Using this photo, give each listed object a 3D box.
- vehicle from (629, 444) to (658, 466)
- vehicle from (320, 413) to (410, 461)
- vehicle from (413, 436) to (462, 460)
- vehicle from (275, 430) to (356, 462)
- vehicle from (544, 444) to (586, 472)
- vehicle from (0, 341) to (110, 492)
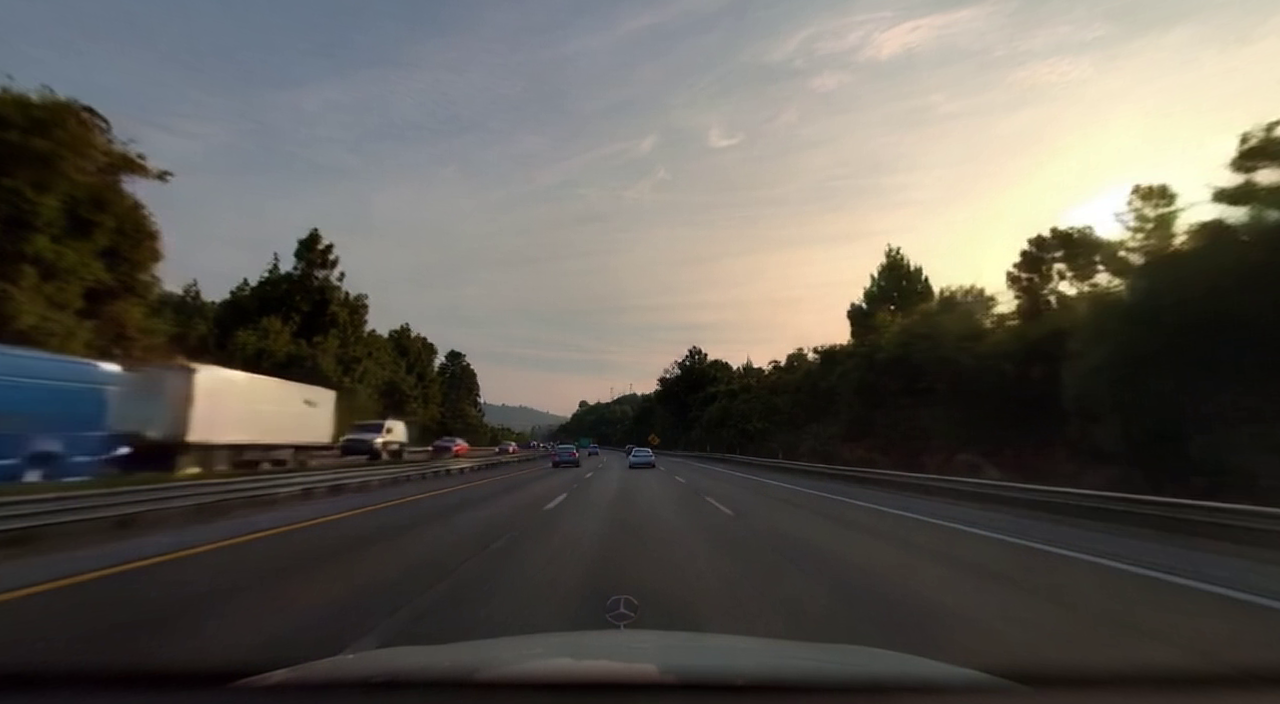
[{"bbox_3d":[0.202,7.626,46.832,2.008,1.499,3.192,0,-9,-2],"label":"vehicle"},{"bbox_3d":[-17.586,5.569,40.884,2.719,2.778,7.156,0,-9,-1],"label":"vehicle"},{"bbox_3d":[-13.317,6.380,41.778,1.967,1.497,3.979,0,-9,-1],"label":"vehicle"},{"bbox_3d":[-17.331,5.052,33.974,2.017,1.604,4.530,0,-9,-1],"label":"vehicle"},{"bbox_3d":[-4.395,6.252,37.487,2.054,1.500,4.469,0,-9,-1],"label":"vehicle"},{"bbox_3d":[-12.984,1.008,10.415,2.316,2.749,7.020,0,-9,0],"label":"vehicle"}]
